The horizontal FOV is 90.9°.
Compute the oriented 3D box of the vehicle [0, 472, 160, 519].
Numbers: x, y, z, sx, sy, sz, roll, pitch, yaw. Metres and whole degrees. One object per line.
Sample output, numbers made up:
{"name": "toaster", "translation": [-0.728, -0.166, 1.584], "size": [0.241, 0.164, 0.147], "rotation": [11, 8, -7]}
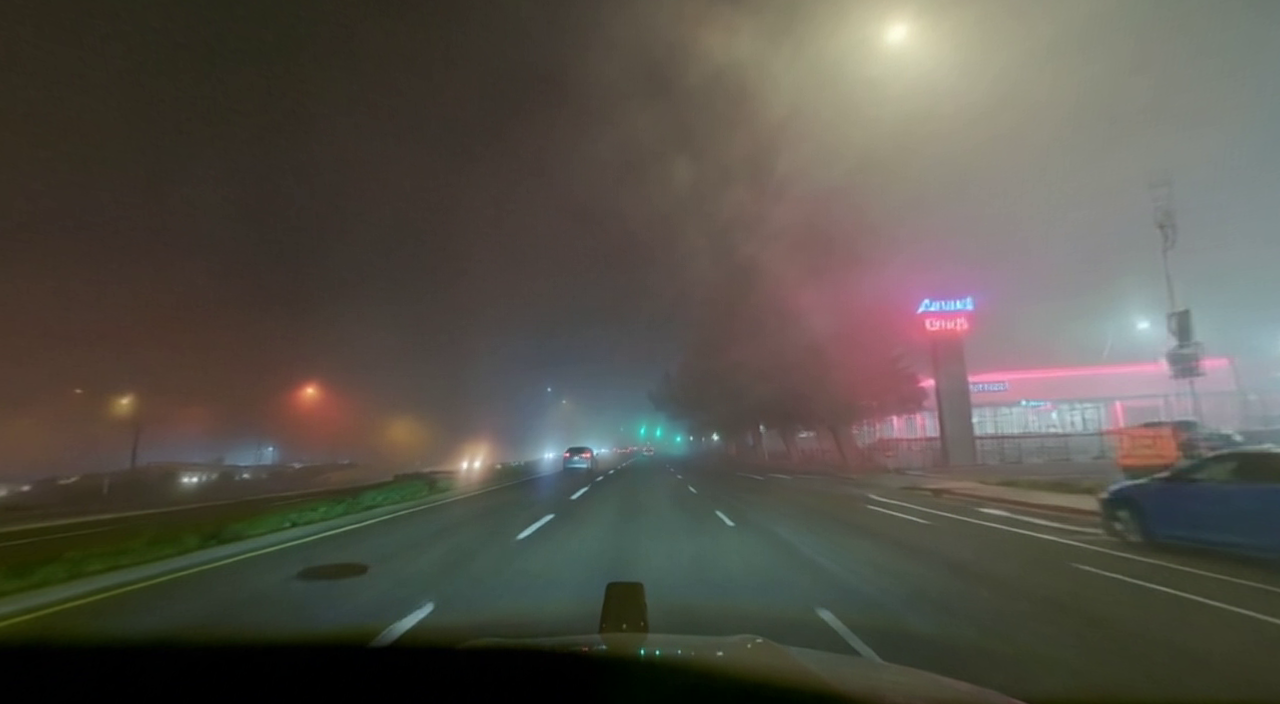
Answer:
{"name": "vehicle", "translation": [-22.094, 5.620, 25.168], "size": [1.955, 1.447, 4.911], "rotation": [0, -8, 0]}

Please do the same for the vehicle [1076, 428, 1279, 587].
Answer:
{"name": "vehicle", "translation": [6.963, 1.510, 6.294], "size": [1.953, 1.479, 4.524], "rotation": [0, -8, 0]}

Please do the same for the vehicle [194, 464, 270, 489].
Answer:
{"name": "vehicle", "translation": [-29.992, 9.142, 46.396], "size": [4.492, 1.450, 1.833], "rotation": [3, -11, -42]}

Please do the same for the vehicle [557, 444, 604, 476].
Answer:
{"name": "vehicle", "translation": [-2.879, 5.314, 31.328], "size": [1.926, 1.442, 4.231], "rotation": [0, -8, 0]}
